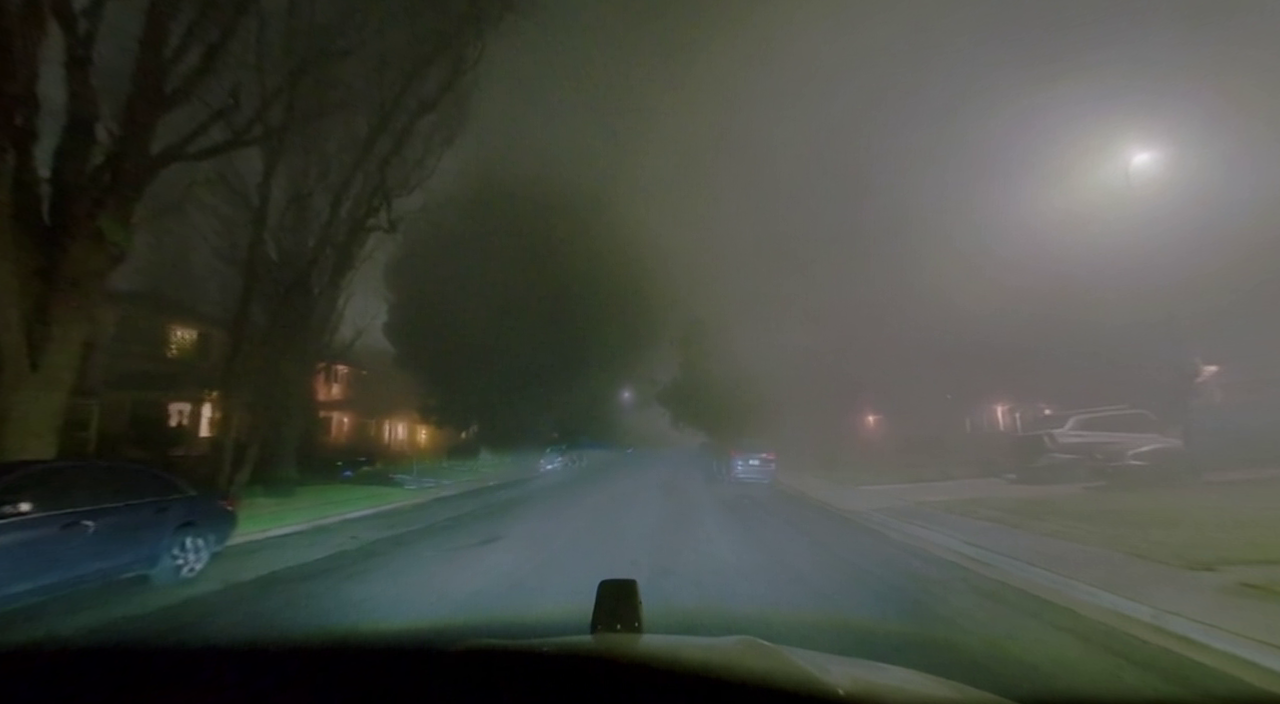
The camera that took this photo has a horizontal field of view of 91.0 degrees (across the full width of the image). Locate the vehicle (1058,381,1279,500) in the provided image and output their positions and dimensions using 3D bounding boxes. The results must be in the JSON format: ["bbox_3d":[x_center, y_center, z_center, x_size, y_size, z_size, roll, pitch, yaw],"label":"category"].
[{"bbox_3d":[11.364,1.566,11.974,5.097,1.824,2.113,-6,-9,2],"label":"vehicle"}]

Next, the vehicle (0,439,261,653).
[{"bbox_3d":[-5.850,1.598,5.579,1.995,1.608,4.596,0,-8,2],"label":"vehicle"}]

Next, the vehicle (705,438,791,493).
[{"bbox_3d":[3.225,3.485,19.700,2.006,1.494,4.211,0,-8,1],"label":"vehicle"}]

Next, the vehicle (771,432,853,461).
[{"bbox_3d":[11.218,6.200,41.295,4.710,1.512,1.894,-4,-9,2],"label":"vehicle"}]
